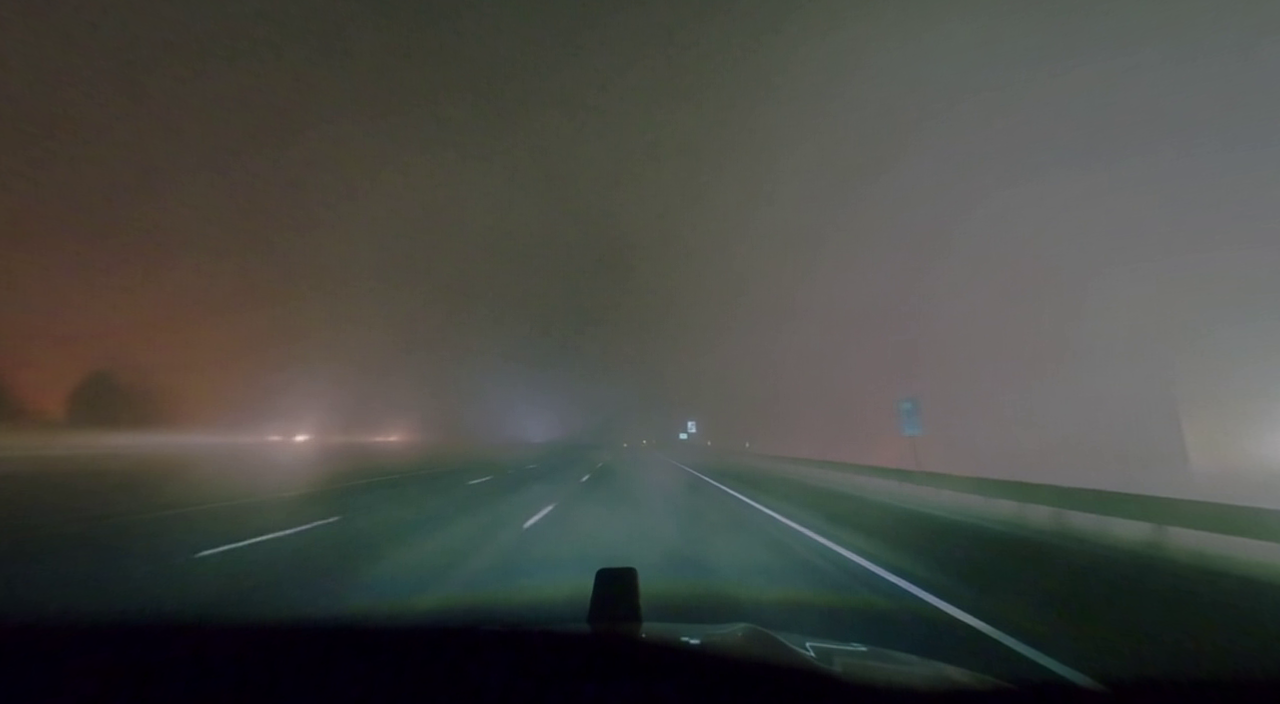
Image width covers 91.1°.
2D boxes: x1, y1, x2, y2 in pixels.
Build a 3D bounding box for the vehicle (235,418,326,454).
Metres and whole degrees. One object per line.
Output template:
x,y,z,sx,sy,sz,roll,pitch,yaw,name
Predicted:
-19.350,4.568,34.110,2.025,1.777,4.929,0,-8,0,vehicle
